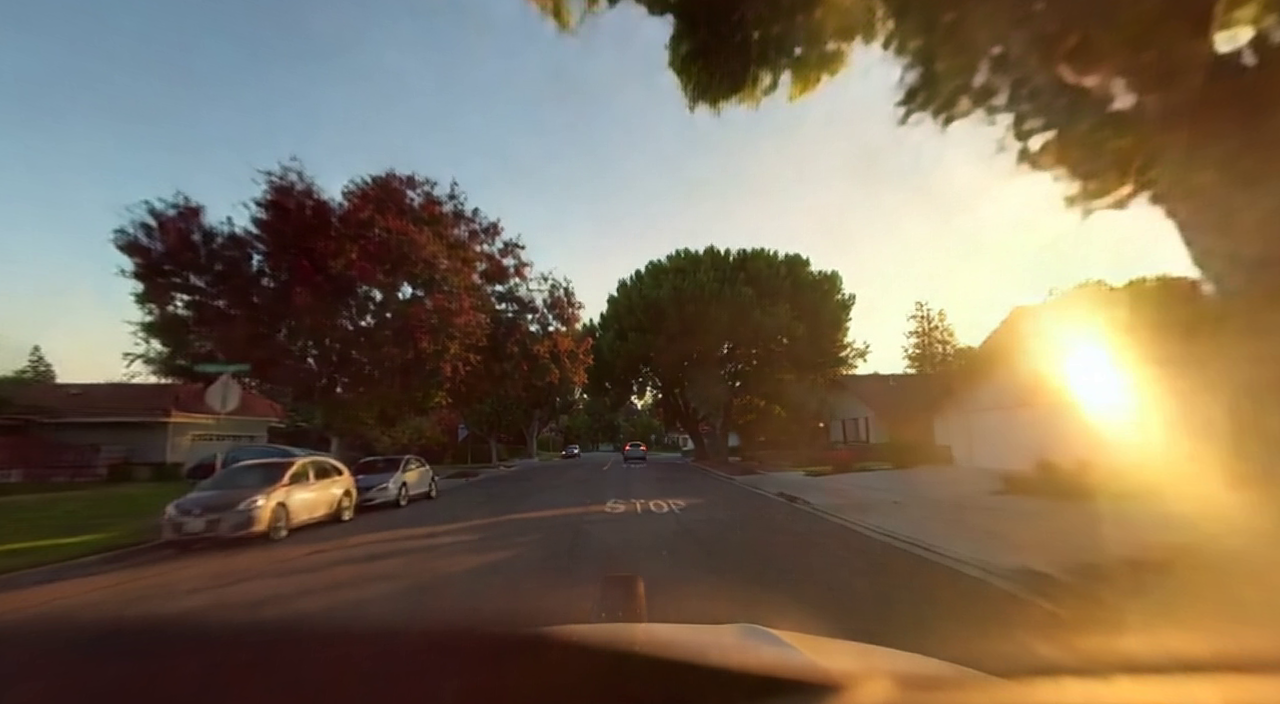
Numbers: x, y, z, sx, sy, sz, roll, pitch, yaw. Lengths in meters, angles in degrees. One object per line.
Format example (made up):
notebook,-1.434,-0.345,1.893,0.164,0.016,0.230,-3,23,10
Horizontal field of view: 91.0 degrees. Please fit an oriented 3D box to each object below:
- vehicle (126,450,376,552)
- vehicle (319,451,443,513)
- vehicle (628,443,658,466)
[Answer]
vehicle,-6.999,2.668,12.098,1.972,1.543,4.622,0,-9,-2
vehicle,-6.945,3.494,17.370,1.789,1.481,3.957,0,-9,-1
vehicle,0.235,7.242,44.549,2.043,1.484,4.340,0,-9,0
